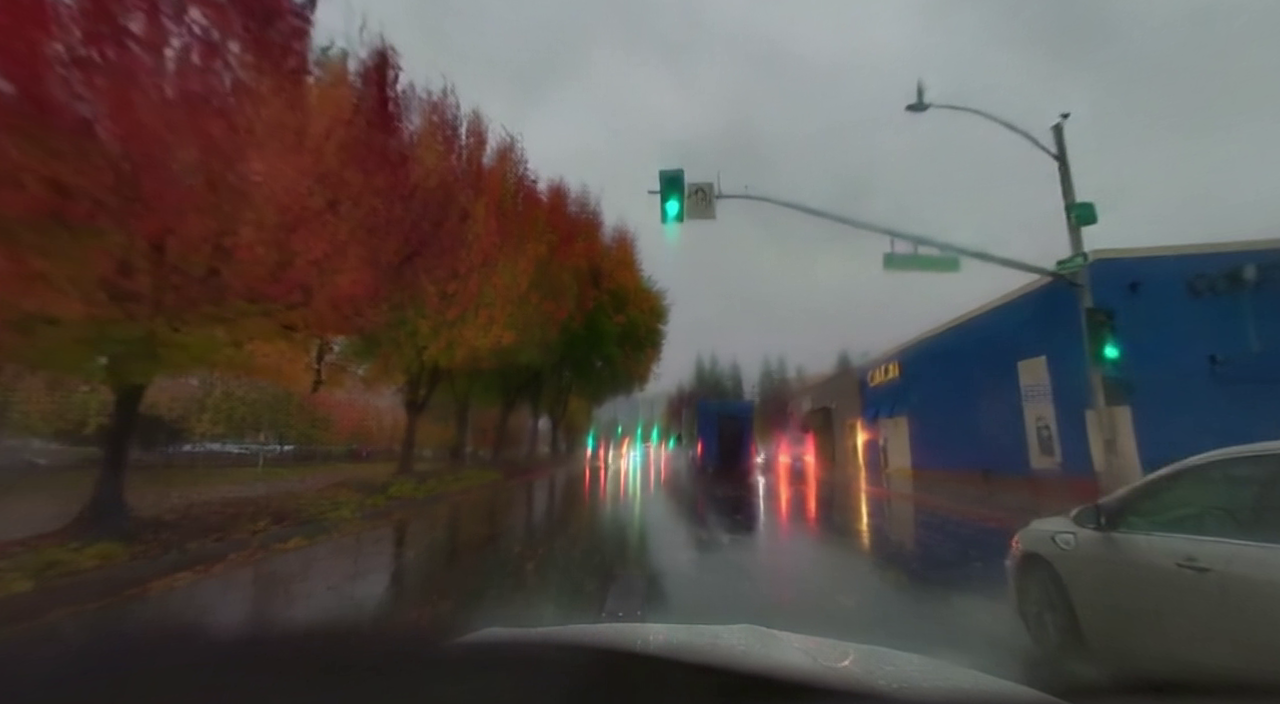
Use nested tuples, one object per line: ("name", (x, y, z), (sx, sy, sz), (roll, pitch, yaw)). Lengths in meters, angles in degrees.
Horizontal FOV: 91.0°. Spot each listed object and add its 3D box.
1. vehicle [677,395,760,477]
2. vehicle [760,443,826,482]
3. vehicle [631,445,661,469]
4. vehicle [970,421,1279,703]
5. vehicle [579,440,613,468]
("vehicle", (3.857, 4.576, 33.888), (3.003, 3.680, 10.684), (0, -8, 0))
("vehicle", (6.963, 5.179, 29.155), (1.889, 1.417, 4.759), (-2, -13, 1))
("vehicle", (0.395, 6.856, 41.358), (1.846, 1.528, 4.348), (0, -8, 0))
("vehicle", (3.799, 1.047, 2.841), (1.915, 1.449, 4.970), (0, -8, 0))
("vehicle", (-3.105, 7.278, 45.232), (2.035, 1.867, 4.607), (0, -8, 1))
